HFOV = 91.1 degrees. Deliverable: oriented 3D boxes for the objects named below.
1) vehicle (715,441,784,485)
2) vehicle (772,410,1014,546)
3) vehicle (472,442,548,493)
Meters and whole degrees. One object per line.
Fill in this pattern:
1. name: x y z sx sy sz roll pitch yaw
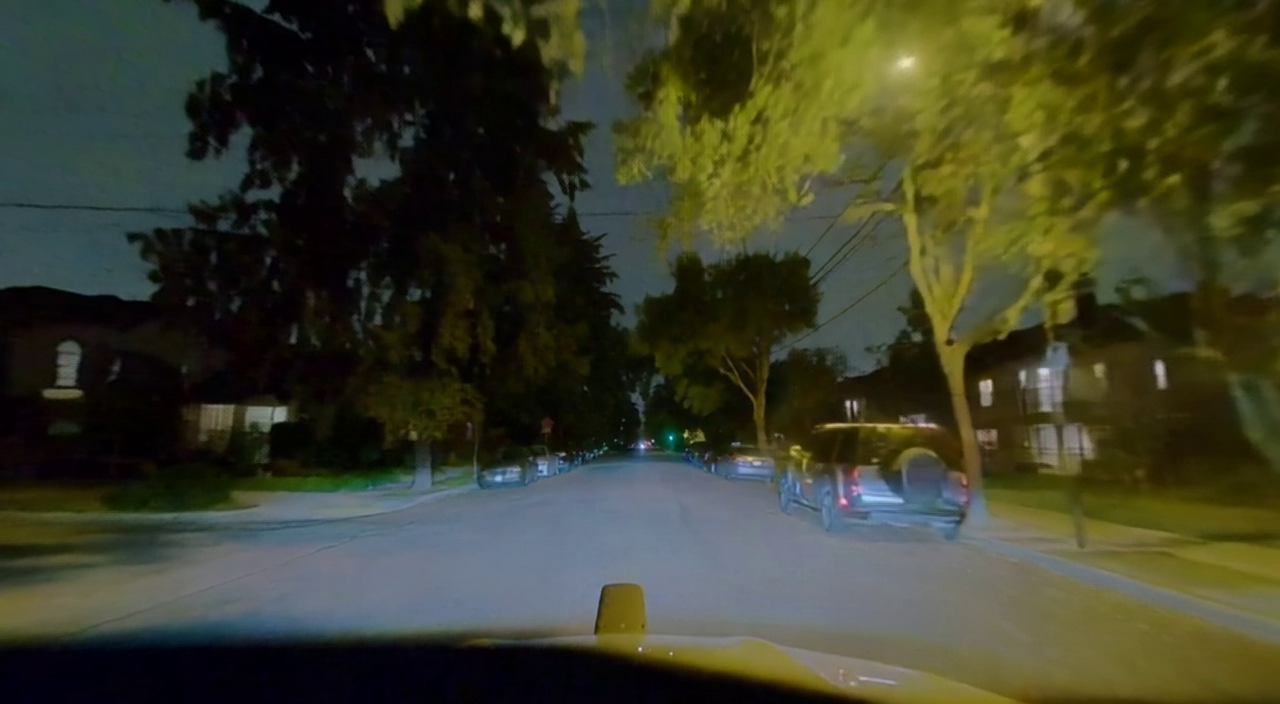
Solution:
1. vehicle: 4.123 4.240 24.329 1.862 1.525 4.421 0 -8 0
2. vehicle: 4.107 2.155 11.471 2.215 1.897 5.131 0 -8 -1
3. vehicle: -4.456 3.981 22.128 1.870 1.562 4.212 0 -8 -1
